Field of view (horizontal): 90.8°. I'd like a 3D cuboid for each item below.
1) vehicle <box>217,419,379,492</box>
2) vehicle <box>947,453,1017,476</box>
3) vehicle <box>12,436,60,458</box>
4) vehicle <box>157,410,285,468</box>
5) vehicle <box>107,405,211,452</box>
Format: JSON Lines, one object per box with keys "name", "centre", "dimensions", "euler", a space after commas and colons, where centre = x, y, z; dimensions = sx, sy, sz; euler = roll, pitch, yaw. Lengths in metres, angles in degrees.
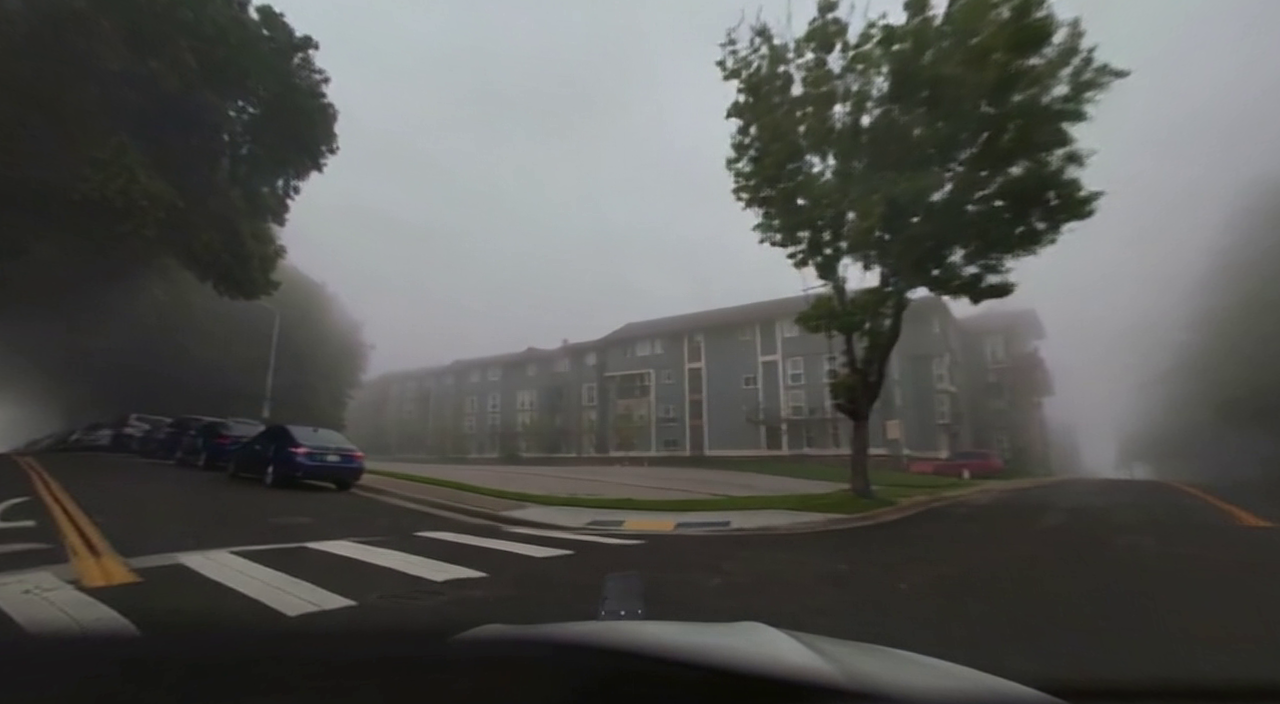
{"name": "vehicle", "centre": [-7.971, 2.360, 14.575], "dimensions": [4.322, 1.436, 1.827], "euler": [-8, -12, 41]}
{"name": "vehicle", "centre": [24.812, 8.146, 45.932], "dimensions": [4.115, 1.580, 1.702], "euler": [-7, -11, 41]}
{"name": "vehicle", "centre": [-41.160, 6.475, 43.028], "dimensions": [4.047, 1.451, 1.778], "euler": [-7, -11, 40]}
{"name": "vehicle", "centre": [-12.173, 2.536, 18.256], "dimensions": [4.393, 1.478, 1.776], "euler": [-7, -11, 39]}
{"name": "vehicle", "centre": [-17.132, 2.766, 22.419], "dimensions": [4.402, 1.513, 1.879], "euler": [-7, -11, 40]}
